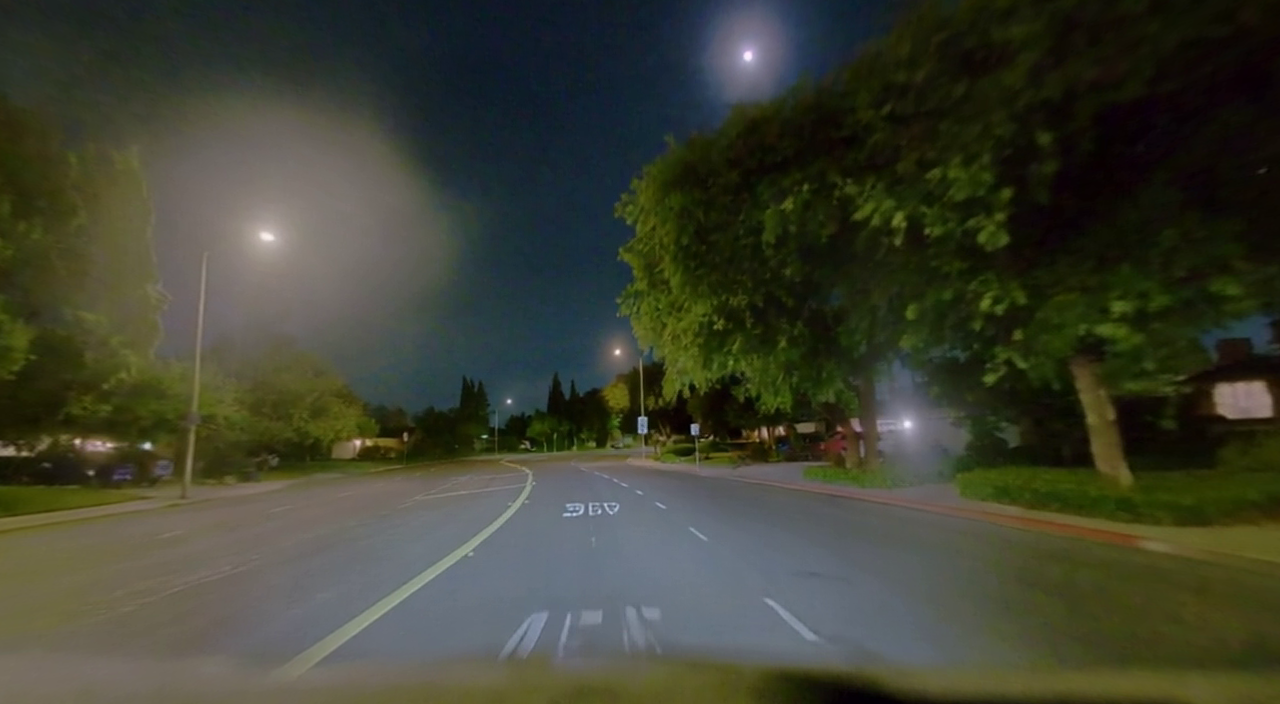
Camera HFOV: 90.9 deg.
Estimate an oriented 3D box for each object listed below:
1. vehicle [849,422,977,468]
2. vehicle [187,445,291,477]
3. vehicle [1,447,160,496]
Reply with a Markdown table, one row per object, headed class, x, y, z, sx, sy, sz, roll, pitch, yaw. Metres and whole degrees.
| class | x | y | z | sx | sy | sz | roll | pitch | yaw |
| --- | --- | --- | --- | --- | --- | --- | --- | --- | --- |
| vehicle | 12.225 | 4.228 | 28.565 | 4.693 | 1.764 | 2.265 | -4 | -9 | 7 |
| vehicle | -24.845 | 6.740 | 39.232 | 4.879 | 1.854 | 2.265 | 2 | -9 | -15 |
| vehicle | -21.146 | 4.487 | 24.006 | 3.899 | 1.729 | 2.064 | 1 | -8 | -7 |
